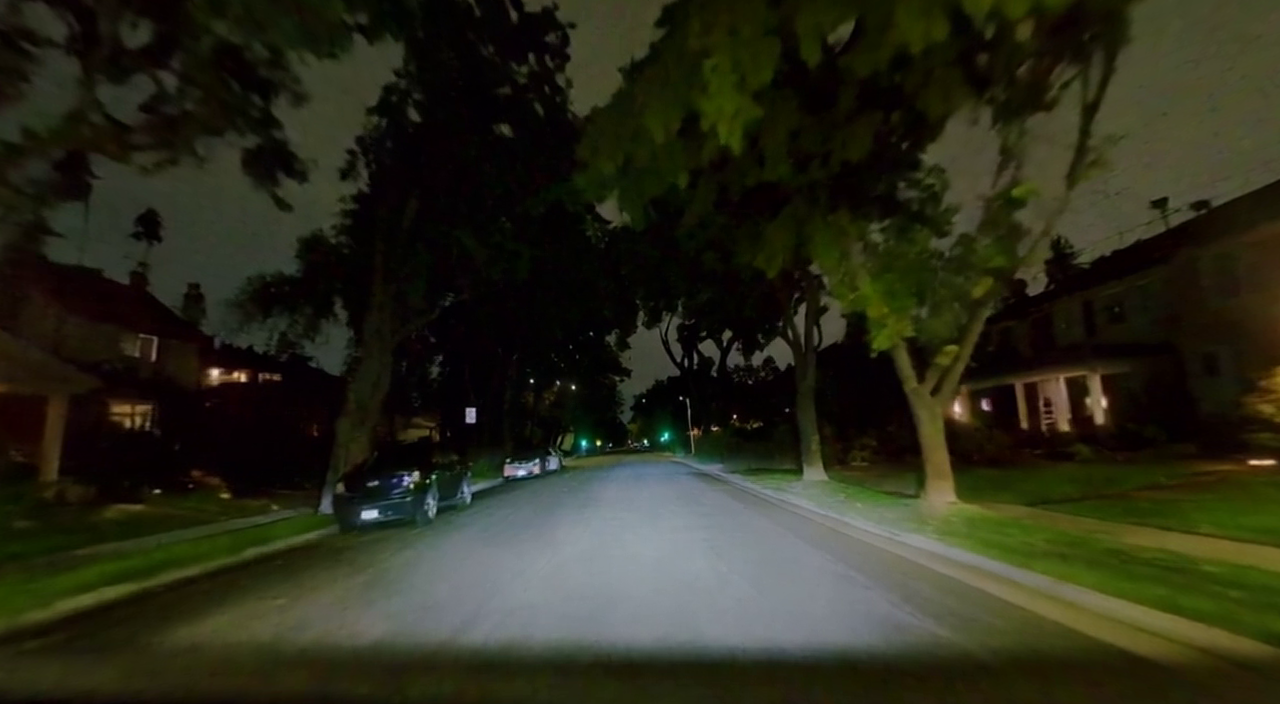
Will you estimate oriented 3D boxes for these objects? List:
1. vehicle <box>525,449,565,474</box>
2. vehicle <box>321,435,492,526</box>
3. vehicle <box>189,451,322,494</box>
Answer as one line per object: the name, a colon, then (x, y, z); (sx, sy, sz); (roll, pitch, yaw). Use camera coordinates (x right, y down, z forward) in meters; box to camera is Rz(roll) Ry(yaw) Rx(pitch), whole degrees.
vehicle: (-5.994, 6.949, 40.277); (1.901, 1.468, 4.212); (0, -8, 0)
vehicle: (-5.605, 3.135, 16.226); (2.341, 1.886, 5.684); (0, -8, -1)
vehicle: (-16.886, 5.293, 27.944); (4.546, 1.791, 1.992); (0, -8, -2)
